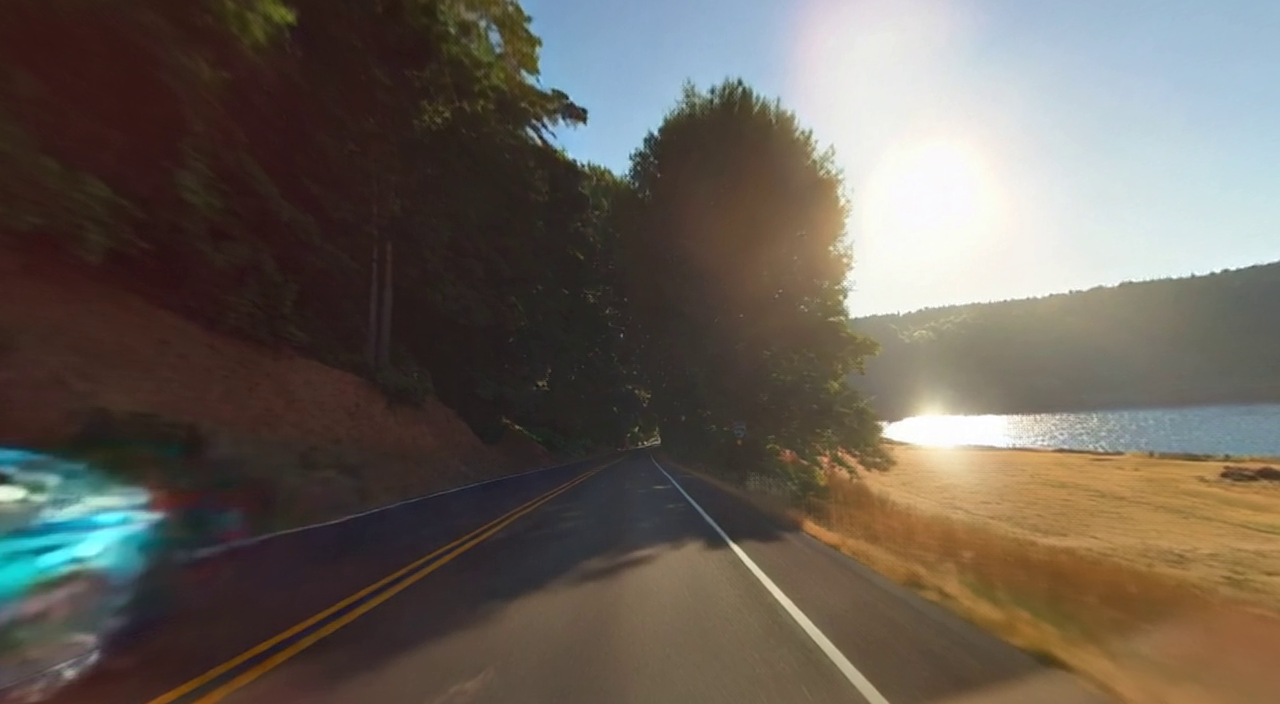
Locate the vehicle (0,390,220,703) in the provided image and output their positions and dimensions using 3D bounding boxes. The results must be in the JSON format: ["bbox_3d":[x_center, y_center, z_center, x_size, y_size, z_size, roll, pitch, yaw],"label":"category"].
[{"bbox_3d":[-4.157,0.873,2.223,2.179,1.579,4.637,0,-8,0],"label":"vehicle"}]
